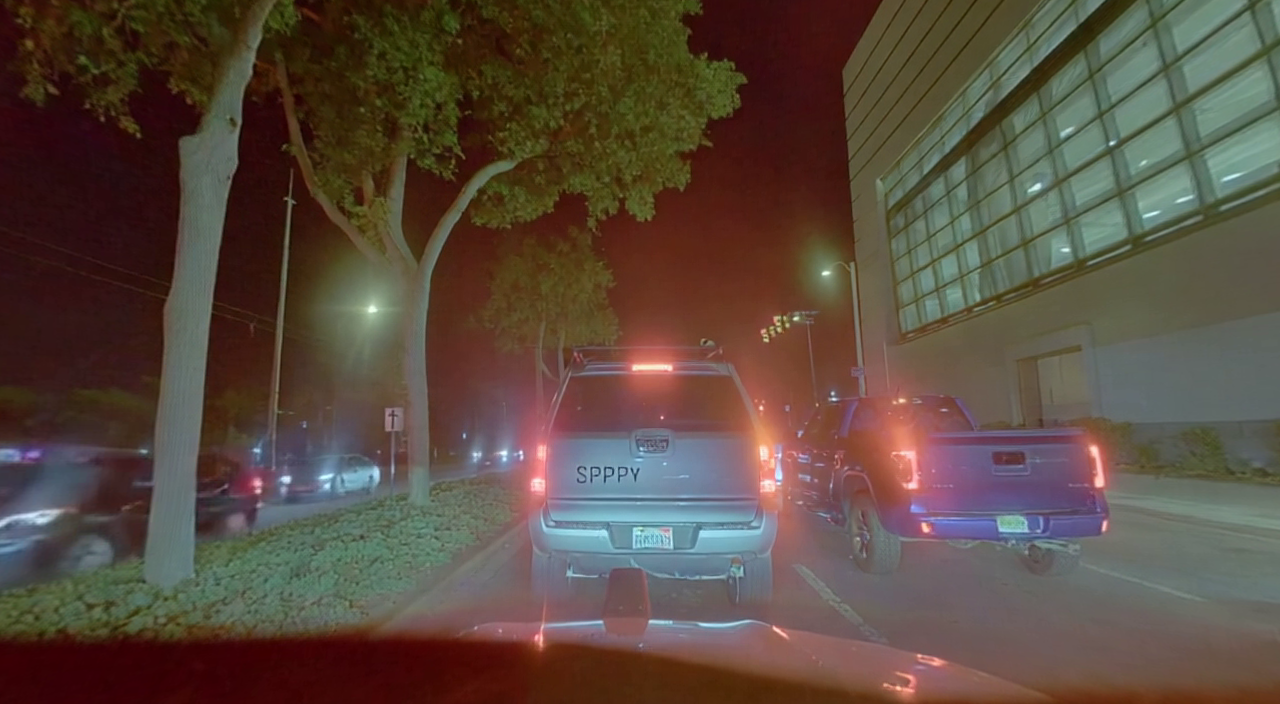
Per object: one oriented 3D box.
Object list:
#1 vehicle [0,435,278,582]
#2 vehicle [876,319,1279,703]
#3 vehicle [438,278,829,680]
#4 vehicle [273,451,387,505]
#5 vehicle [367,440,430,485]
[{"bbox_3d":[-9.124,2.572,11.403,2.126,2.027,5.018,0,-8,0],"label":"vehicle"},{"bbox_3d":[3.085,0.984,3.470,2.022,1.700,4.410,0,-8,3],"label":"vehicle"},{"bbox_3d":[0.015,1.034,5.982,2.267,2.372,4.366,0,-8,2],"label":"vehicle"},{"bbox_3d":[-12.133,4.917,25.123,1.965,1.897,4.821,0,-8,1],"label":"vehicle"},{"bbox_3d":[-15.560,7.111,40.916,1.924,2.730,5.024,0,-8,2],"label":"vehicle"}]
